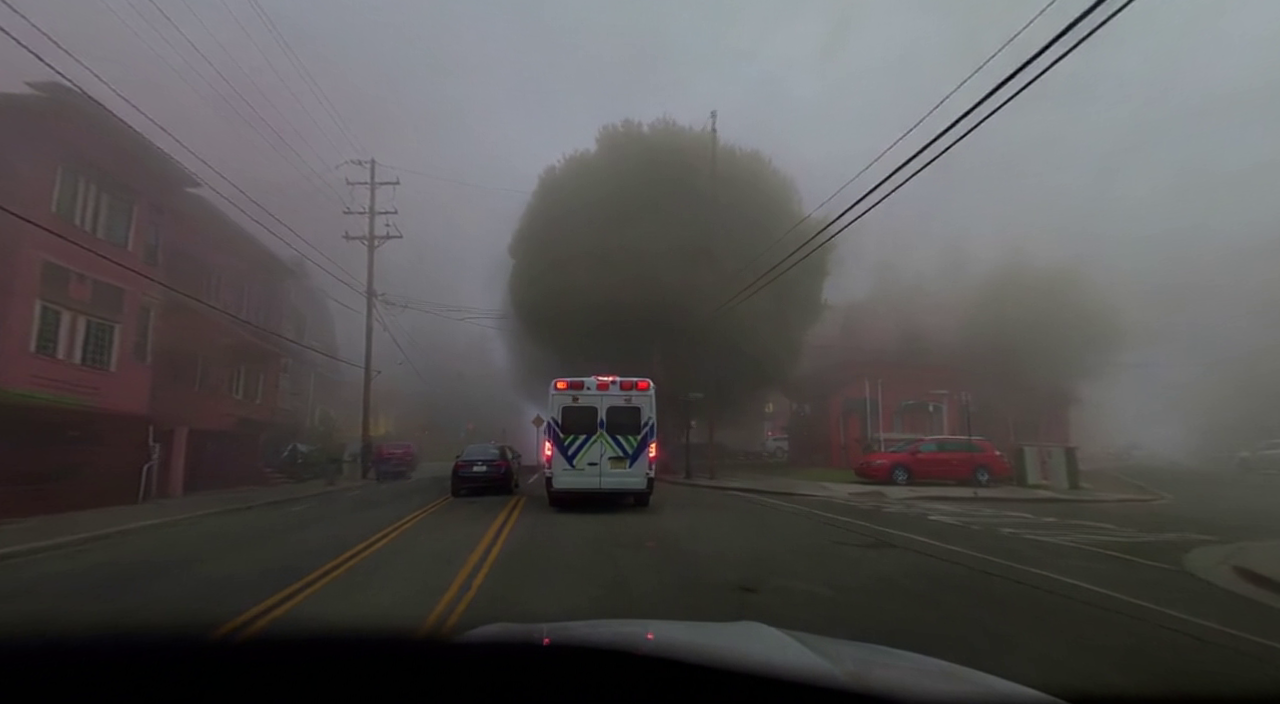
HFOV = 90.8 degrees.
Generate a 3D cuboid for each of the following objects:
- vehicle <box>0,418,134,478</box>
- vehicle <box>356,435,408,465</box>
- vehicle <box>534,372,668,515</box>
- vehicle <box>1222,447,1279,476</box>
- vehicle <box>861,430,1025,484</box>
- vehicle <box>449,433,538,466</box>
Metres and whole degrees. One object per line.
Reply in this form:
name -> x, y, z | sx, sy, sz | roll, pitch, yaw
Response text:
vehicle -> -19.554, 2.973, 19.155 | 5.910, 1.681, 2.579 | 1, -11, -7
vehicle -> -16.686, 6.294, 40.721 | 2.290, 1.776, 4.947 | 5, -10, -30
vehicle -> -0.792, 2.081, 14.490 | 2.444, 2.640, 5.482 | 0, -8, -2
vehicle -> 37.621, 6.537, 37.895 | 2.114, 1.588, 3.888 | -4, -9, 12
vehicle -> 11.767, 4.133, 24.985 | 5.270, 1.966, 2.329 | -1, -8, 8
vehicle -> -8.397, 5.645, 36.486 | 4.502, 1.810, 2.056 | -1, -8, 8
